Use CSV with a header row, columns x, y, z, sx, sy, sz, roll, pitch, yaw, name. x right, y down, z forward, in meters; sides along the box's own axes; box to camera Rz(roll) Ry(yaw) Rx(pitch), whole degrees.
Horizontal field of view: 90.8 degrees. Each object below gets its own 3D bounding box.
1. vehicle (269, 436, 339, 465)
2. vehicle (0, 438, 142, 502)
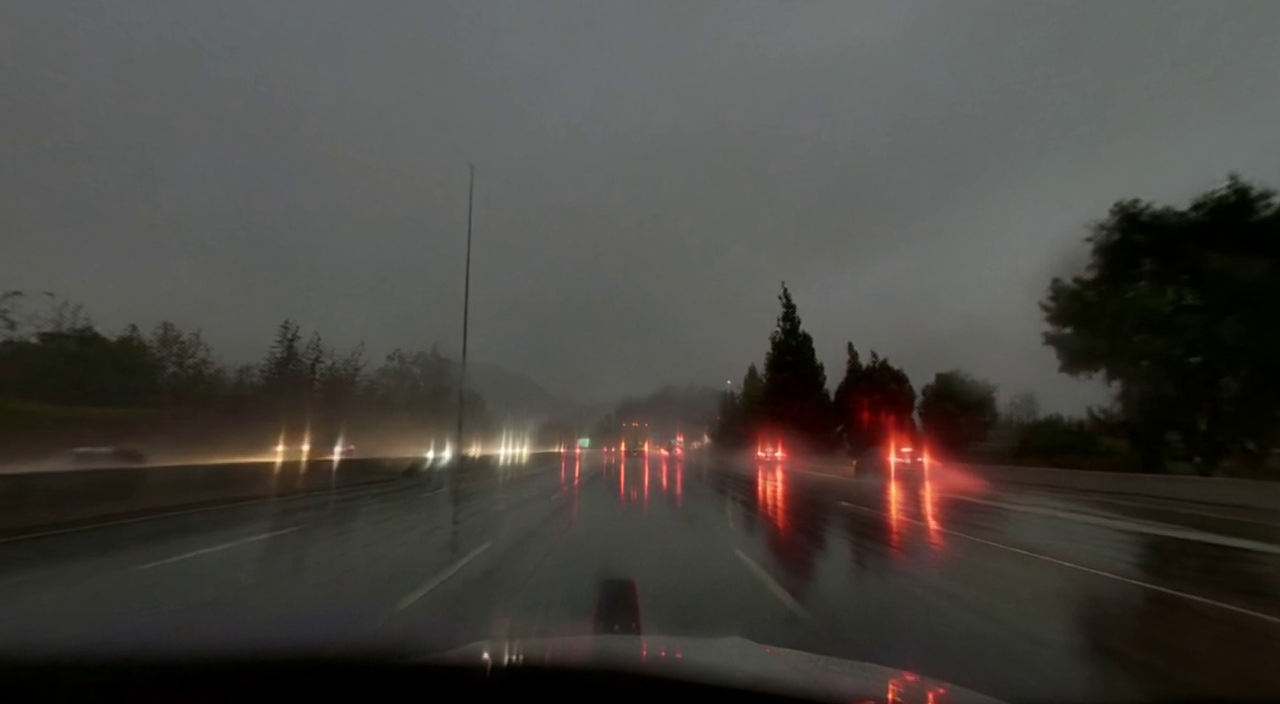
x,y,z,sx,sy,sz,roll,pitch,yaw,name
-23.085,6.772,43.696,2.068,1.849,4.938,0,-8,0,vehicle
-15.877,3.012,16.457,1.982,1.473,4.656,0,-8,0,vehicle
